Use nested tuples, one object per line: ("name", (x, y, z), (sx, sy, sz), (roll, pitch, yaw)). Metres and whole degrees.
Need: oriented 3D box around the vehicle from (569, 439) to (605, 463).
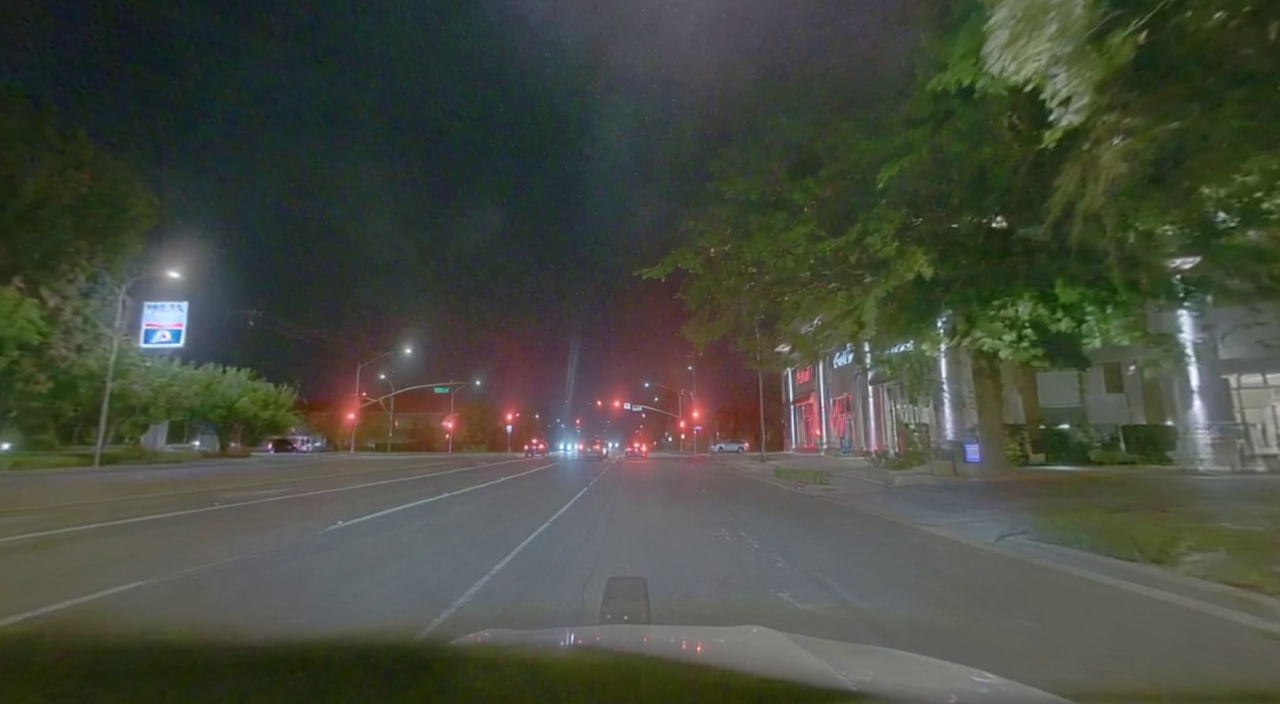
("vehicle", (-3.428, 6.499, 41.534), (2.029, 1.517, 4.375), (0, -8, 0))
